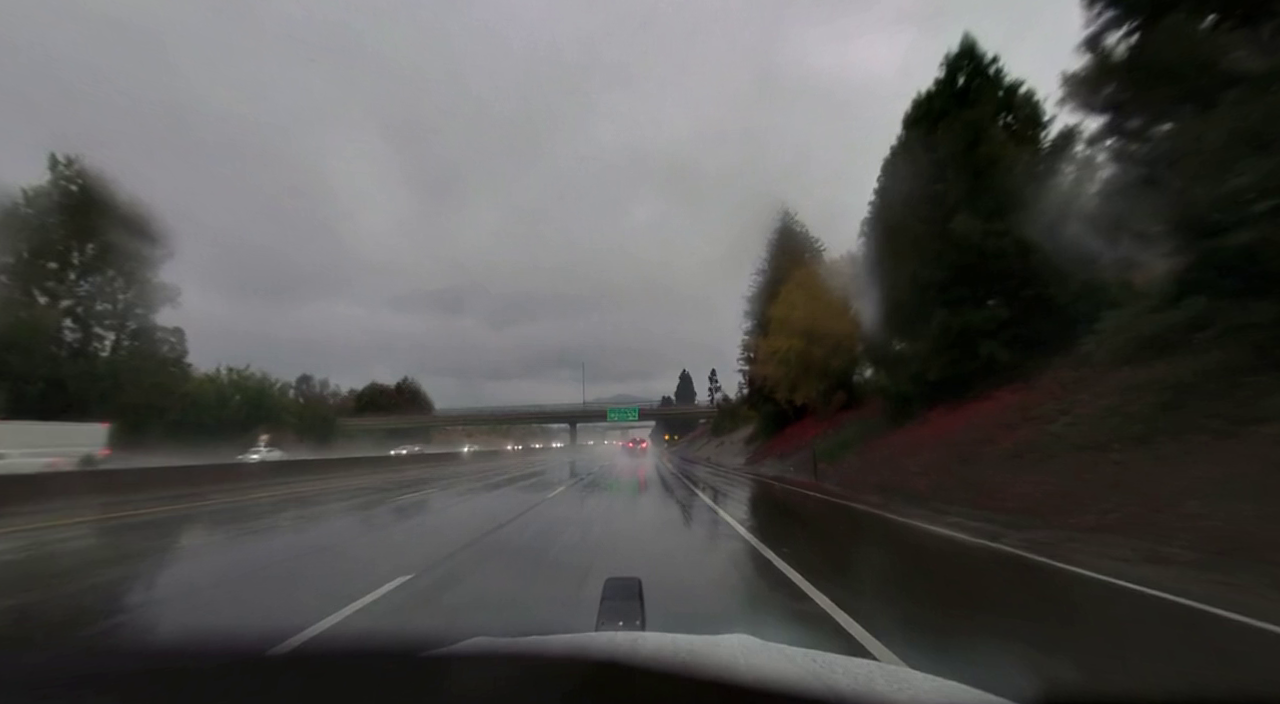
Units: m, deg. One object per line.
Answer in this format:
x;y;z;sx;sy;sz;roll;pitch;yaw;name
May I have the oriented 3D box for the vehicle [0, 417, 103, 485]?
-32.740;5.063;32.331;2.930;3.265;8.212;0;-8;0;vehicle
